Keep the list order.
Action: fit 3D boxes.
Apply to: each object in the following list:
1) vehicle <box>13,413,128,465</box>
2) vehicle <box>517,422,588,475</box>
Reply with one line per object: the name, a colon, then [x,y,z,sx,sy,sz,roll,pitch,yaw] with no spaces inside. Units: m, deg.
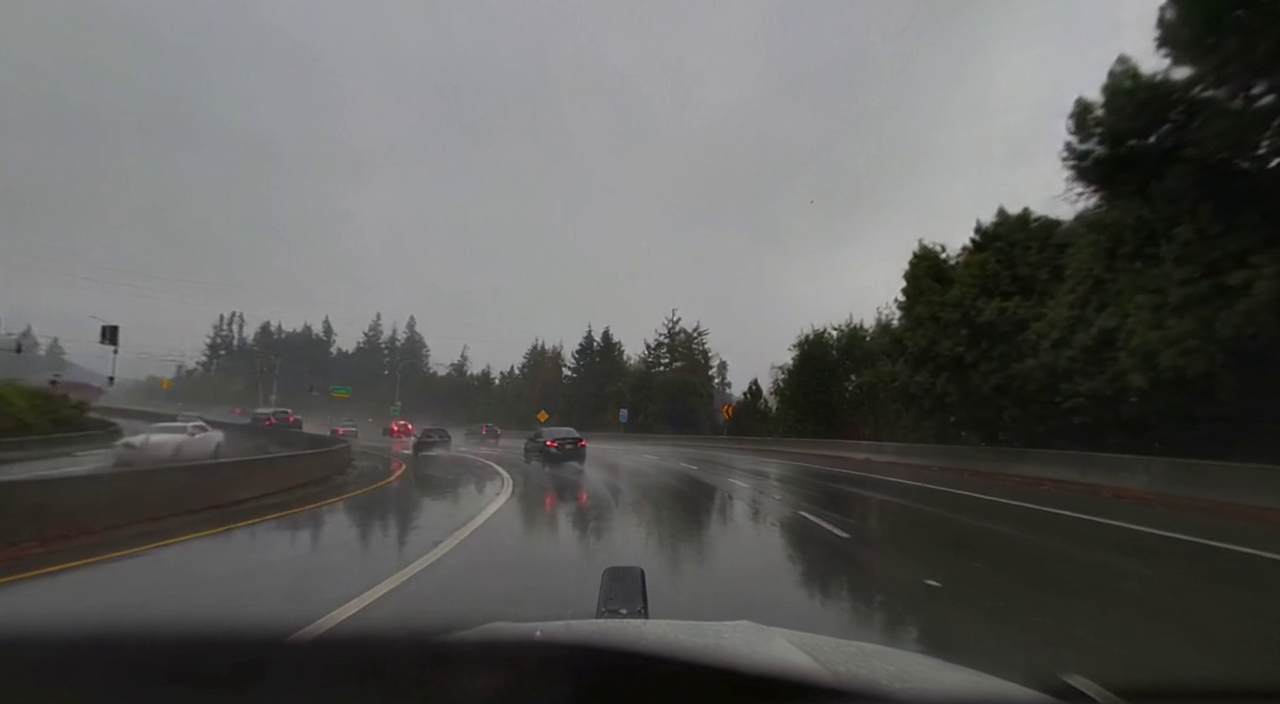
vehicle: [-23.519,3.637,26.317,2.239,1.922,5.001,5,-9,-28]
vehicle: [-3.279,3.491,22.974,2.140,1.724,4.304,2,-9,-13]
